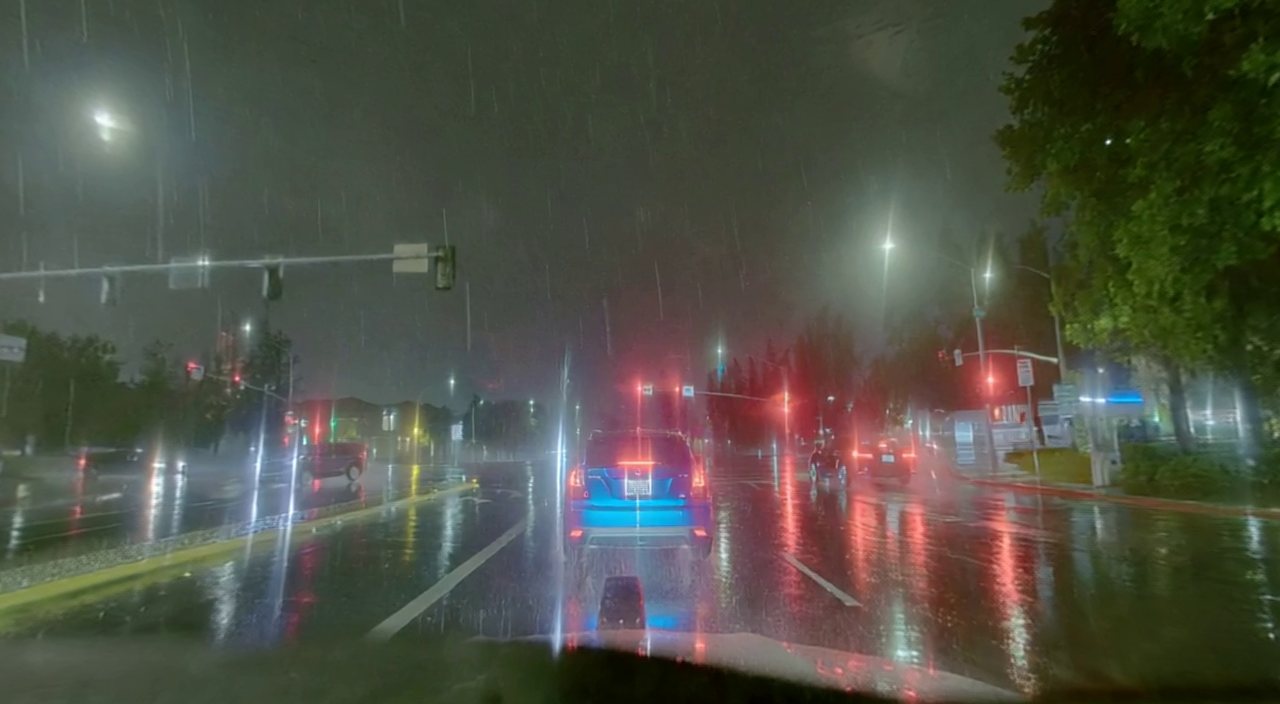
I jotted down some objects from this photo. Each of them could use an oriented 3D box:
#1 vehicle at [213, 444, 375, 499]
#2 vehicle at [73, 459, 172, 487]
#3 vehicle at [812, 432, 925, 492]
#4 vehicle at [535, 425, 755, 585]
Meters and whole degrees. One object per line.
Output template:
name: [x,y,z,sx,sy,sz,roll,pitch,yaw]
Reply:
vehicle: [-12.192,4.183,22.672,2.097,1.710,4.649,-4,-9,24]
vehicle: [-32.385,7.553,39.637,4.401,1.625,1.863,0,-8,-4]
vehicle: [7.055,3.438,20.075,2.039,1.692,4.319,0,-8,1]
vehicle: [-0.010,1.761,8.141,2.070,1.488,4.206,0,-8,-2]
